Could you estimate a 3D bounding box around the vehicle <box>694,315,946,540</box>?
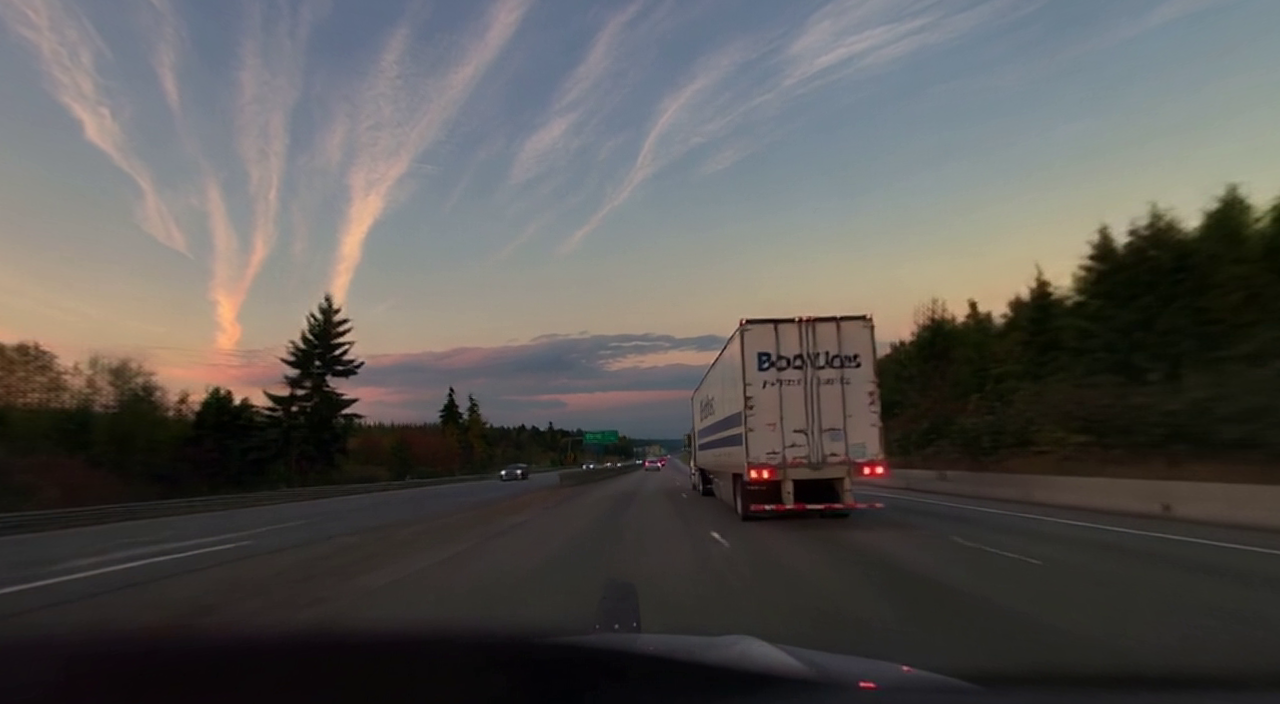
[{"bbox_3d":[3.968,2.693,20.074,3.537,4.071,17.399,-1,-9,2],"label":"vehicle"}]
